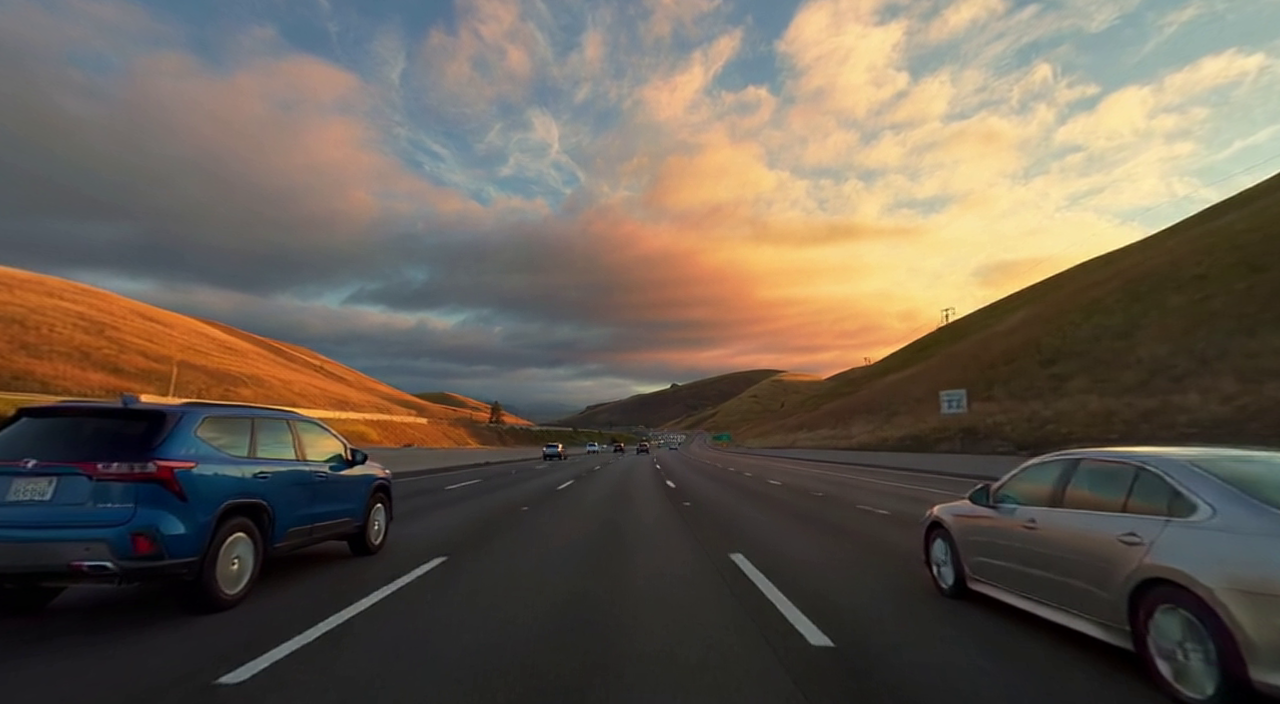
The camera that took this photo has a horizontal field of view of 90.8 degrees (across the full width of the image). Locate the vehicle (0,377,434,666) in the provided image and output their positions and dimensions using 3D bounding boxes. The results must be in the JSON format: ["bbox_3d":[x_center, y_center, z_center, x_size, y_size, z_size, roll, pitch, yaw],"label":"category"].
[{"bbox_3d":[-3.836,1.350,6.175,2.047,1.715,4.689,0,-8,0],"label":"vehicle"}]

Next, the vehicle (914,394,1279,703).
[{"bbox_3d":[3.643,1.117,3.950,1.847,1.493,4.303,0,-8,-1],"label":"vehicle"}]
